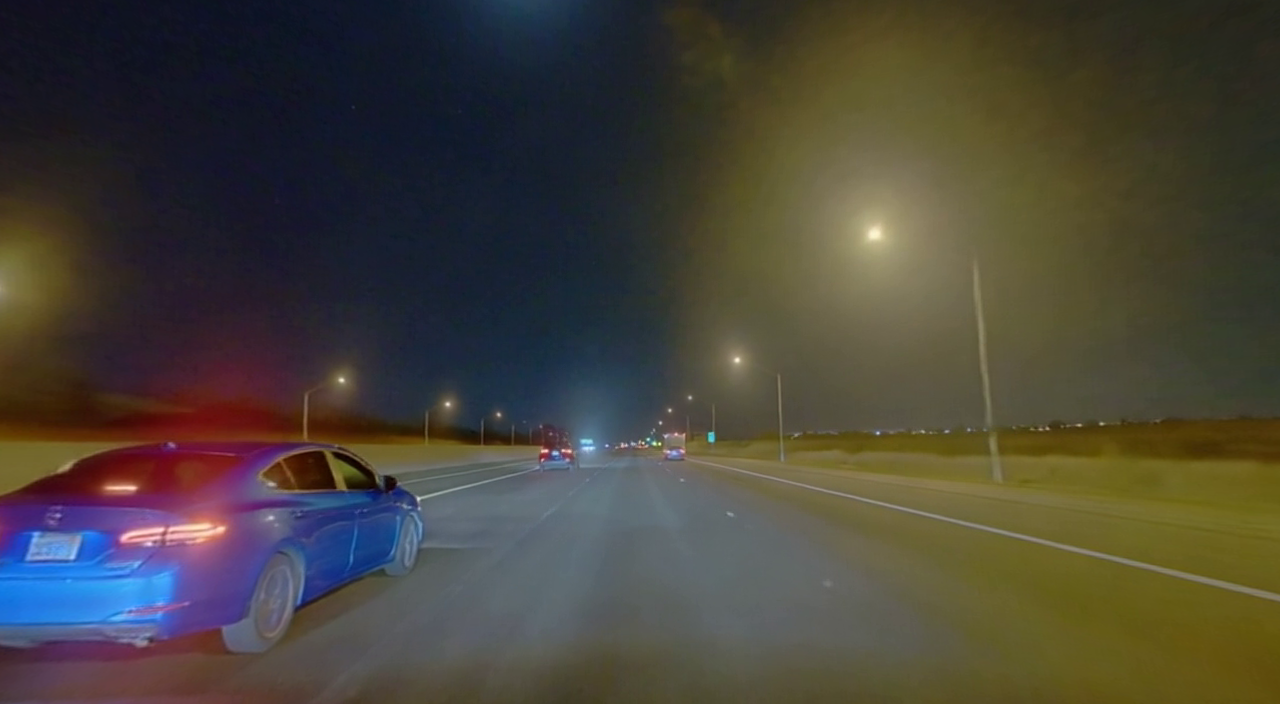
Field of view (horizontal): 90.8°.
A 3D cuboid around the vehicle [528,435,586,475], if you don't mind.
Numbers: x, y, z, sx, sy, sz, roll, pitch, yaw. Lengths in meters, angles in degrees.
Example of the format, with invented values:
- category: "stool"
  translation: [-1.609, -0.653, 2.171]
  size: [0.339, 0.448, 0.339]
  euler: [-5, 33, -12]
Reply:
- category: "vehicle"
  translation: [-3.963, 5.027, 31.103]
  size: [2.205, 1.773, 5.124]
  euler: [0, -9, 0]
